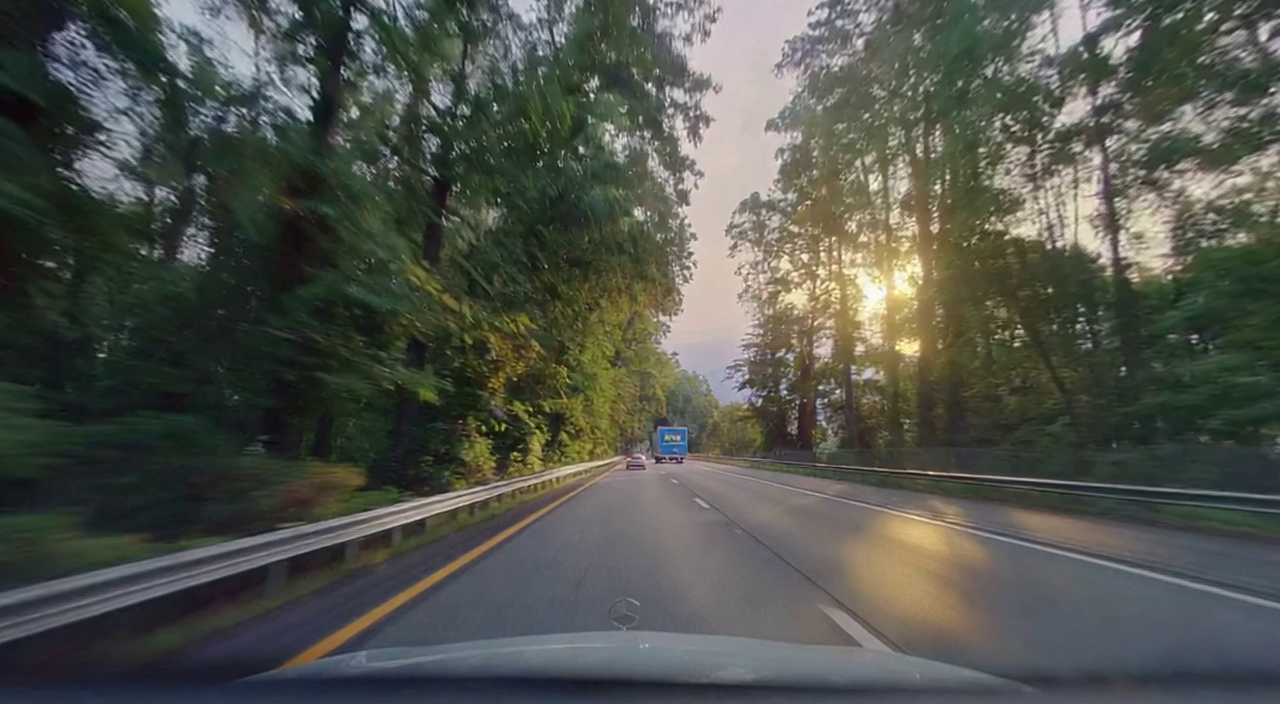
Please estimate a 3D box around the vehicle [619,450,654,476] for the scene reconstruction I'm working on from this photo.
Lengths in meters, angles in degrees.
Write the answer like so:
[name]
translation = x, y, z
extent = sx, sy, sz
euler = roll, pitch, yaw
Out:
[vehicle]
translation = -0.215, 7.030, 39.934
extent = 2.057, 1.528, 3.958
euler = -1, -9, 0
